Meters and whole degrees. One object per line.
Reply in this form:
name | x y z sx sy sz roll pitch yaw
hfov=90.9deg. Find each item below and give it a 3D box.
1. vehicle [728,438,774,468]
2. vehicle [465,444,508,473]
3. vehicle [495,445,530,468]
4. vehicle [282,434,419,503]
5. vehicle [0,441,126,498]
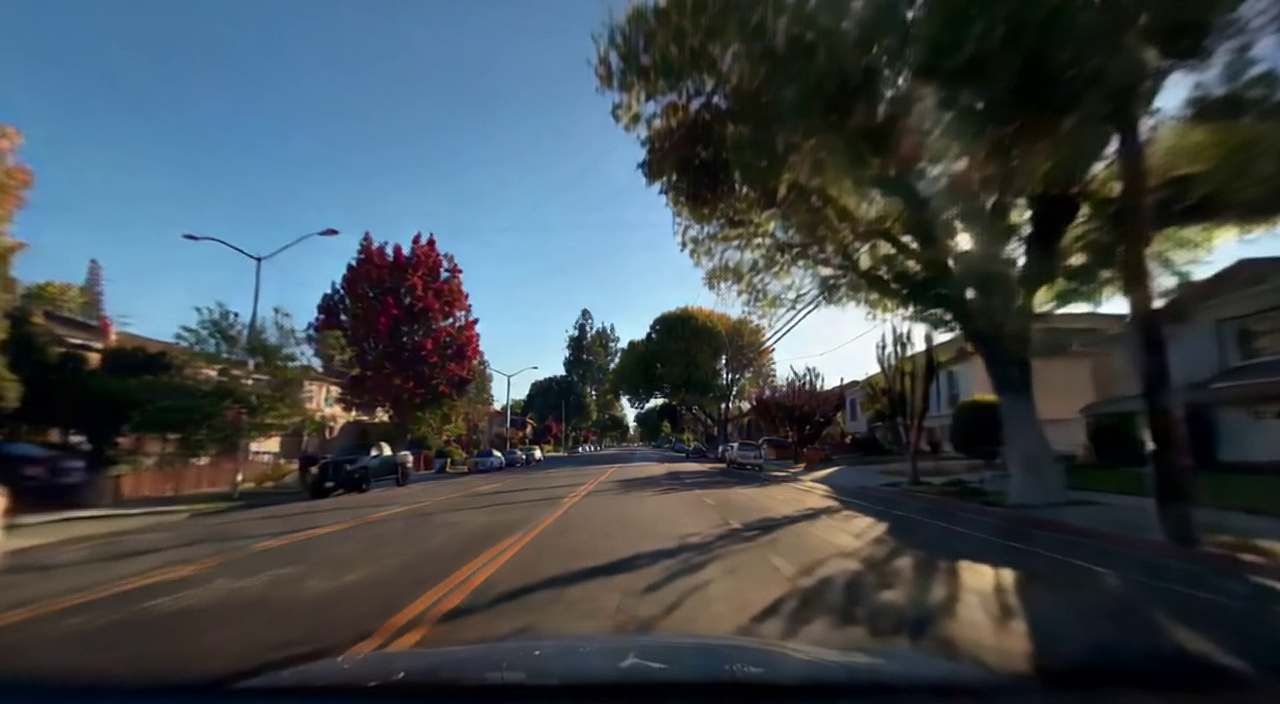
vehicle | 7.195 6.589 41.252 2.128 1.823 4.834 0 -8 0
vehicle | -10.004 6.924 41.299 1.974 1.696 4.336 -2 -8 -3
vehicle | -10.044 8.250 49.874 1.932 1.472 4.516 -3 -6 -2
vehicle | -10.331 4.139 23.184 2.419 2.001 5.566 -2 -7 0
vehicle | -17.799 3.323 18.056 4.430 1.489 1.984 -1 -8 3
